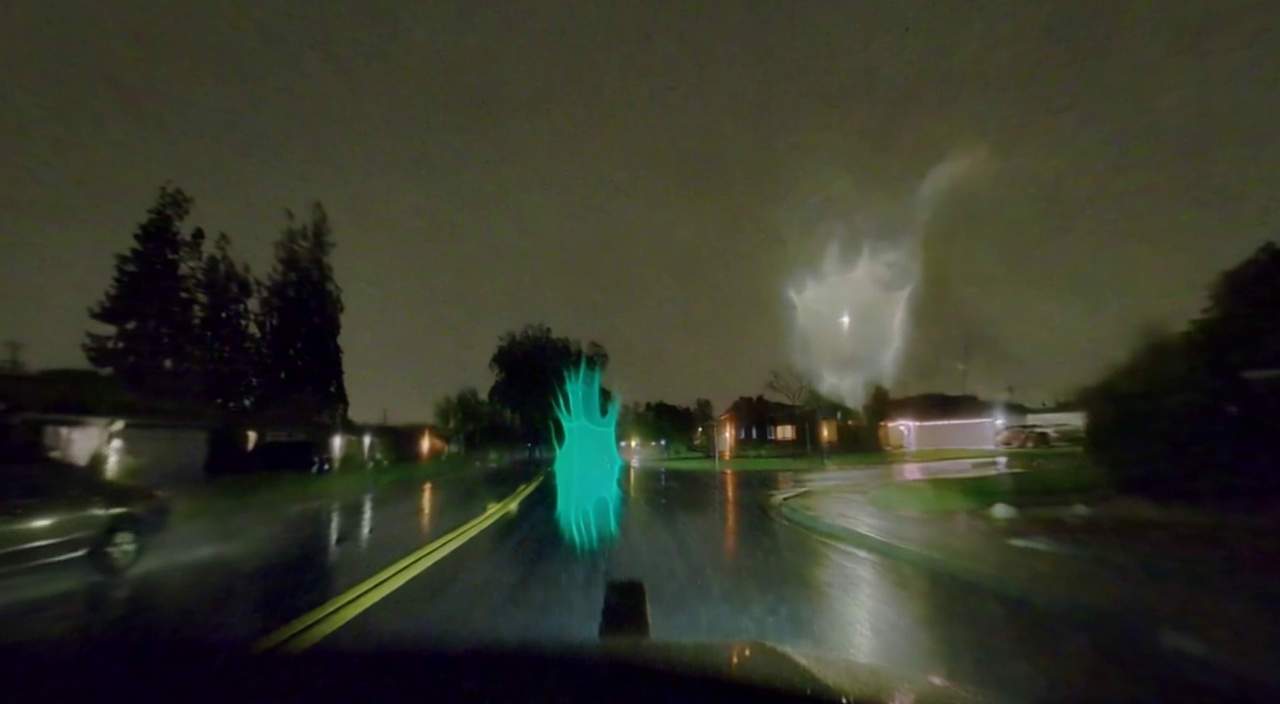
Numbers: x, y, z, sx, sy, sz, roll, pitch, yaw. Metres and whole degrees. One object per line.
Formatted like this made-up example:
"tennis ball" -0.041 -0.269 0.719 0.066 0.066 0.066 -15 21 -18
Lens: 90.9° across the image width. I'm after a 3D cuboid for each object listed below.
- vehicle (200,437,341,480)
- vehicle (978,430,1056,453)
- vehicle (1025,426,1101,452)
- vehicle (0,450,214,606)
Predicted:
"vehicle" -16.176 4.679 27.859 4.837 1.785 2.115 1 -8 -6
"vehicle" 26.084 6.235 43.846 1.845 1.450 4.991 3 -9 -8
"vehicle" 29.299 6.063 43.859 1.794 1.635 4.469 -1 -9 -6
"vehicle" -7.343 1.855 6.767 2.069 1.487 5.470 -1 -9 -4
